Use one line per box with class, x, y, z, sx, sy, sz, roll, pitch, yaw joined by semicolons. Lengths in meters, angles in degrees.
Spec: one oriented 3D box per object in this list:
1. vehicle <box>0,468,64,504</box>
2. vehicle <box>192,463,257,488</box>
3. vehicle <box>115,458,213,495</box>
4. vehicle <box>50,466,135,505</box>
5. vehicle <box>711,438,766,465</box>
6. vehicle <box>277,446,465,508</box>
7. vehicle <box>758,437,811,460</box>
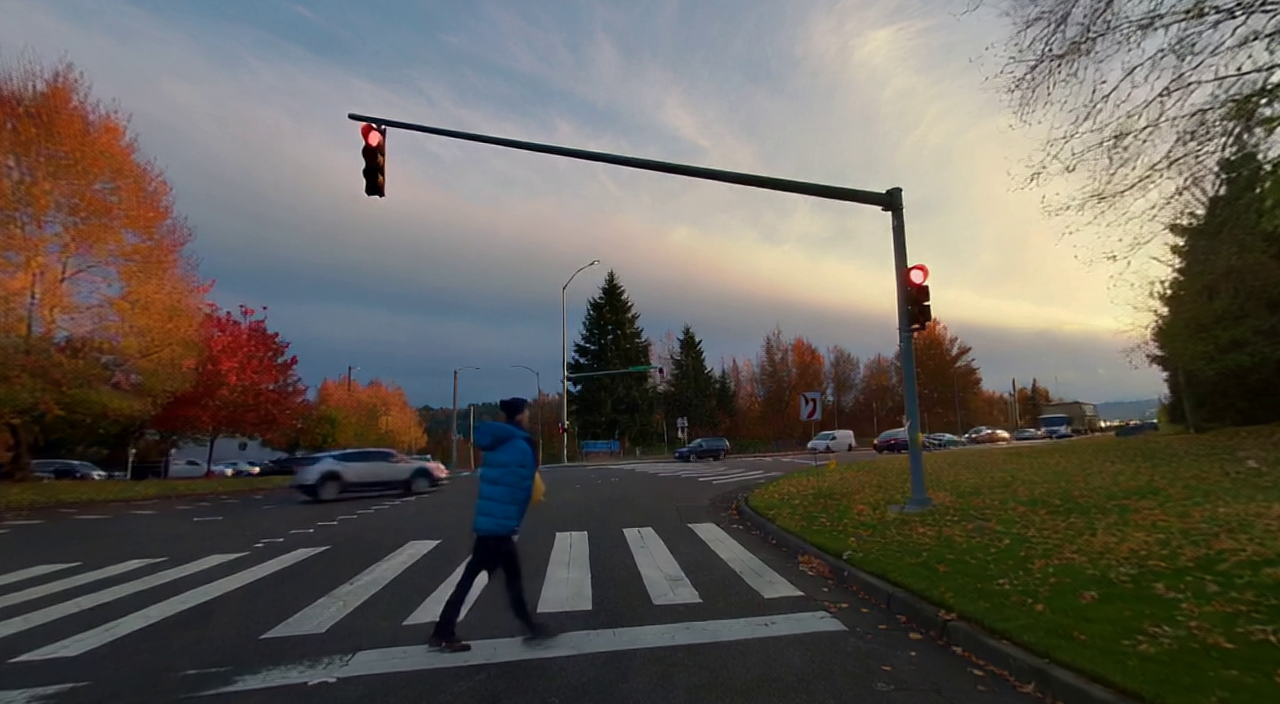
vehicle;-30.334;6.447;30.334;1.800;1.520;3.968;2;-9;-14
vehicle;-28.557;8.474;43.177;1.768;1.465;3.972;0;-9;-1
vehicle;-27.832;7.268;36.914;2.064;1.913;5.081;0;-9;-4
vehicle;-25.428;6.161;29.270;1.694;1.528;4.225;3;-9;-24
vehicle;6.954;6.969;43.965;1.867;1.743;4.259;-8;-11;40
vehicle;-7.825;3.612;18.688;1.915;1.586;4.734;-7;-11;38
vehicle;11.468;7.587;49.360;1.979;1.659;4.907;-8;-11;39
